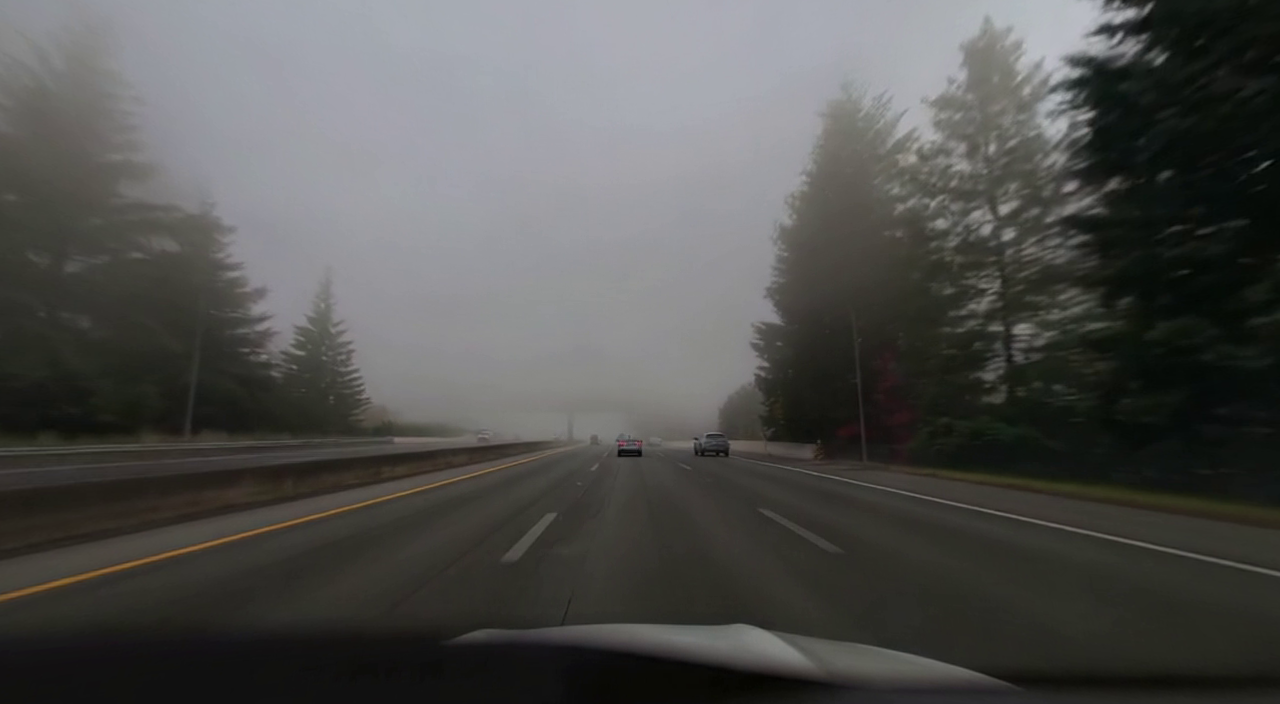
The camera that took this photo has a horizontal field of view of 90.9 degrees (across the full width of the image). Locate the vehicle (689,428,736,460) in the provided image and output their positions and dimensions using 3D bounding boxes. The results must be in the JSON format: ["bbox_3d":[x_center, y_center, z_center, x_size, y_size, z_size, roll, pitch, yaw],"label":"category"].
[{"bbox_3d":[3.777,4.874,33.477,1.892,1.600,3.782,0,-8,-2],"label":"vehicle"}]

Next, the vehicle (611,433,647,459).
[{"bbox_3d":[-0.657,5.433,36.696,1.987,1.440,3.565,0,-8,-2],"label":"vehicle"}]
